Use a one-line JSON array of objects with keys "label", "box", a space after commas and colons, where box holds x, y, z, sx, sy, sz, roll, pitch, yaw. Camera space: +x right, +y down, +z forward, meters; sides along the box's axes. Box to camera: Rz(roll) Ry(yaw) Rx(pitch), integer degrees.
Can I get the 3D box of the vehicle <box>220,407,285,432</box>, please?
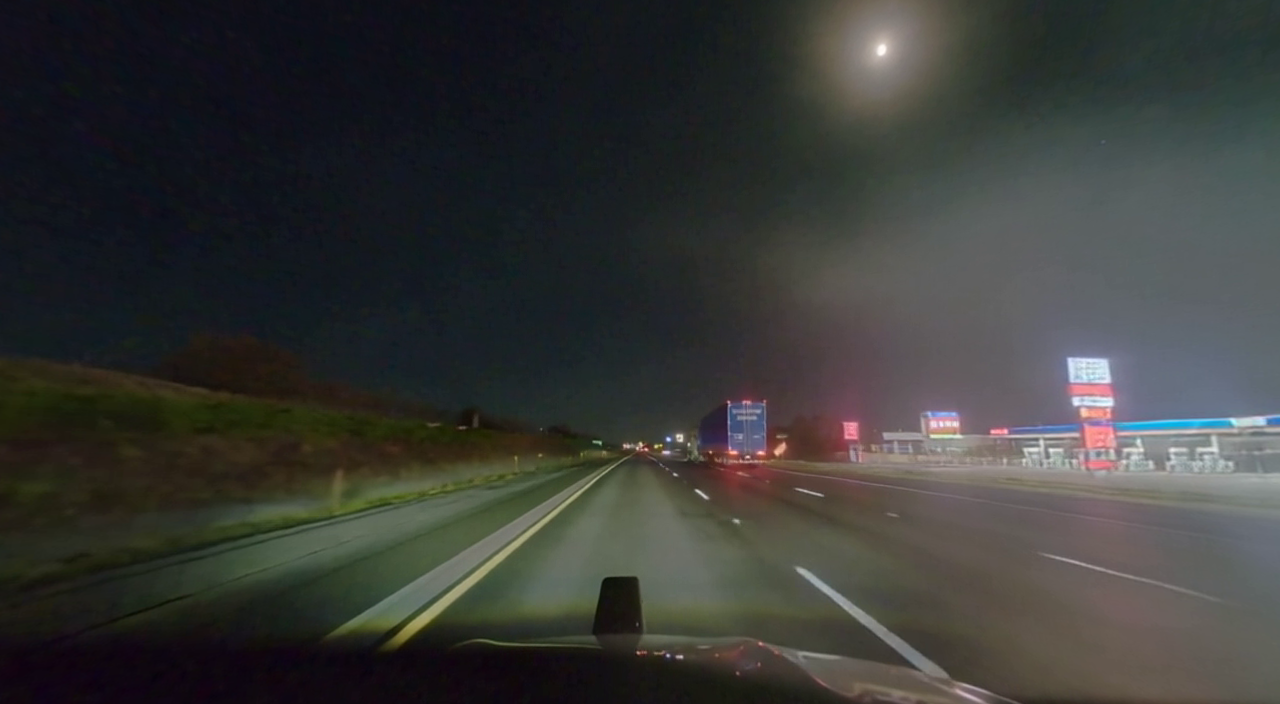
[{"label": "vehicle", "box": [-24.589, 4.323, 40.205, 1.731, 1.451, 3.701, 0, -8, 0]}]
